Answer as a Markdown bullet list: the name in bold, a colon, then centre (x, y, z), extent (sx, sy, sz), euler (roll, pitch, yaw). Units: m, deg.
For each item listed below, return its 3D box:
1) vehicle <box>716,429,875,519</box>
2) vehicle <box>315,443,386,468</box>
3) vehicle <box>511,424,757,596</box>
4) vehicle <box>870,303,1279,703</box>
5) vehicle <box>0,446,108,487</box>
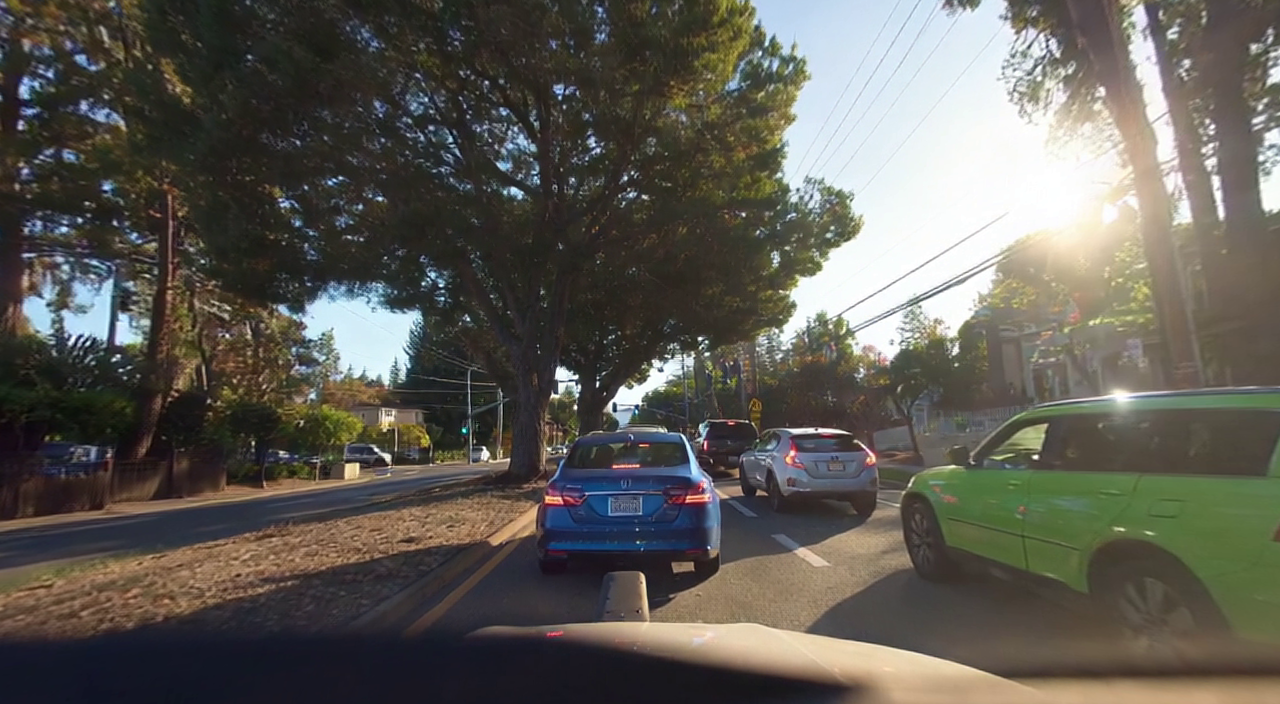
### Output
- **vehicle**: centre (2.951, 2.432, 13.146), extent (1.971, 1.517, 4.521), euler (0, -8, -2)
- **vehicle**: centre (-19.909, 7.149, 43.585), extent (3.957, 1.630, 1.881), euler (0, -8, 0)
- **vehicle**: centre (-0.098, 1.713, 7.760), extent (2.186, 1.500, 4.141), euler (0, -8, -1)
- **vehicle**: centre (3.364, 0.973, 4.140), extent (2.006, 1.766, 4.345), euler (0, -8, -1)
- **vehicle**: centre (-22.531, 4.220, 23.436), extent (4.092, 1.438, 1.639), euler (0, -8, 1)
